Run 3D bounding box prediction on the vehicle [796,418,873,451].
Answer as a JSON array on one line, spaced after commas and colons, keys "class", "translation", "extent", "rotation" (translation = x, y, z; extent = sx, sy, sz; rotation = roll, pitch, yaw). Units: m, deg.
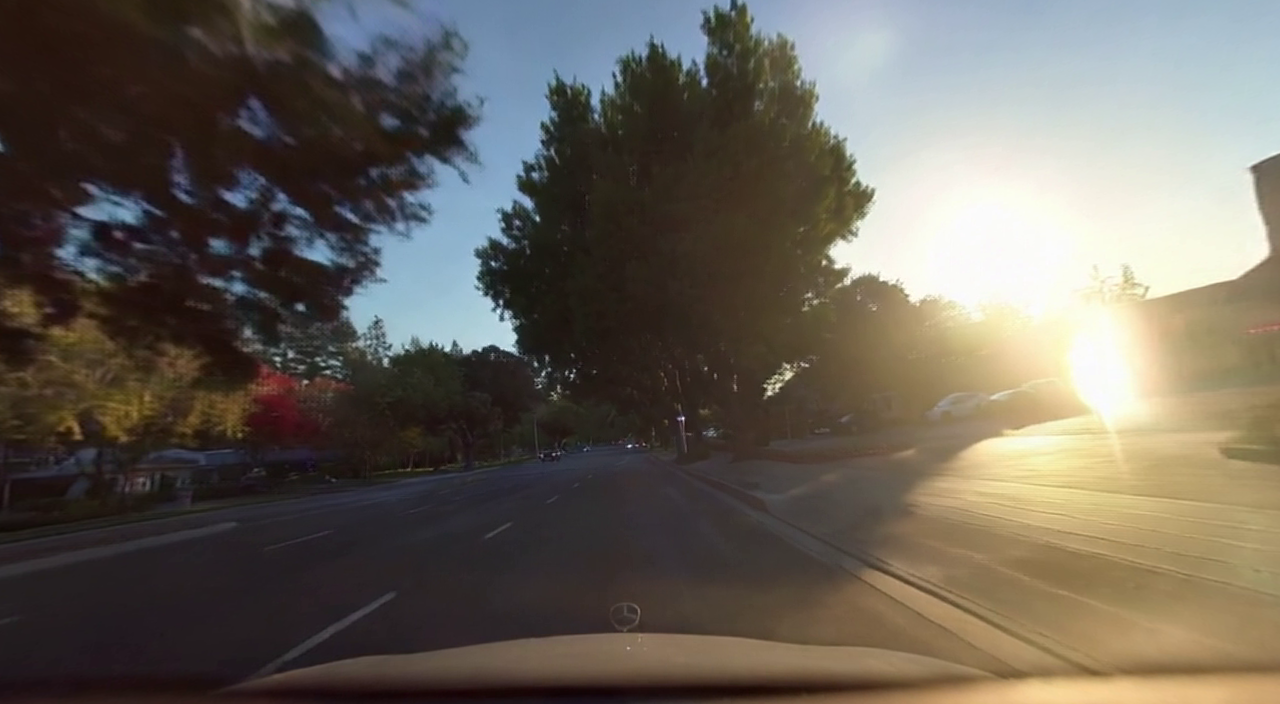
[{"class": "vehicle", "translation": [12.620, 5.437, 41.425], "extent": [1.939, 1.753, 4.974], "rotation": [3, -13, -23]}]
